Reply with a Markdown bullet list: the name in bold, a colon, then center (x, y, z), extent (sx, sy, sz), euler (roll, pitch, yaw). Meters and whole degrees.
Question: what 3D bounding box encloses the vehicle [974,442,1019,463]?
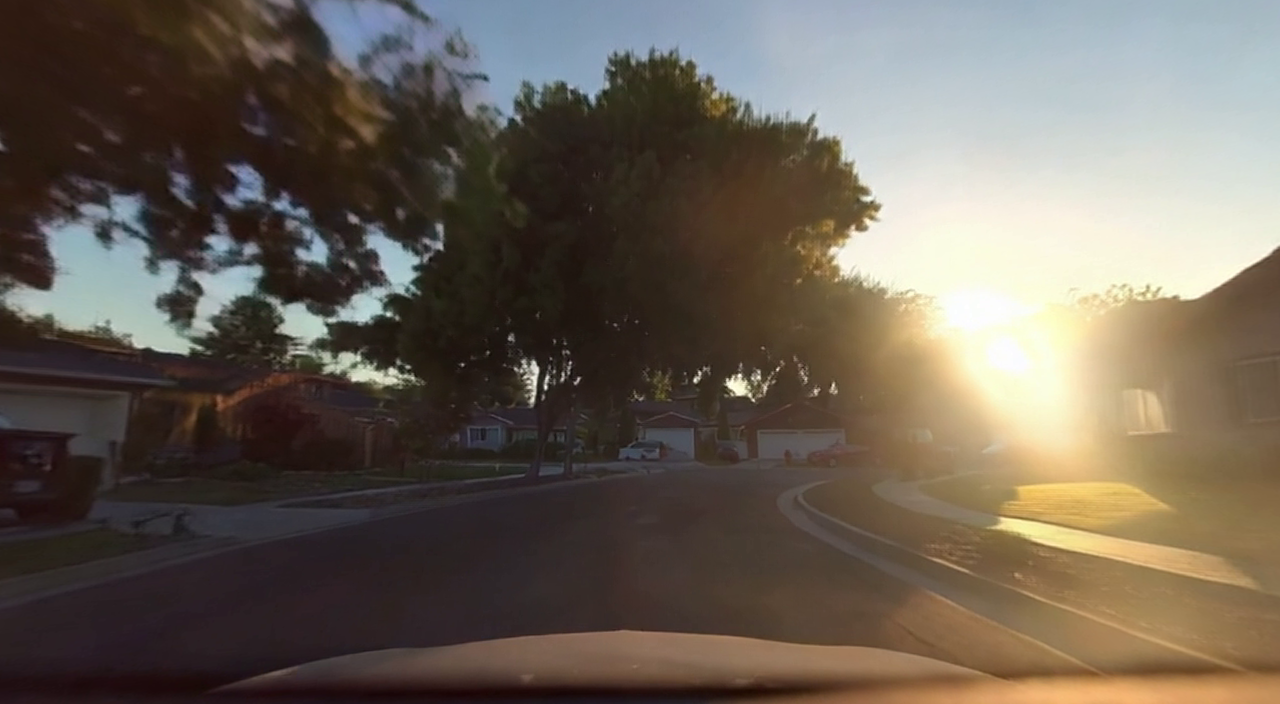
- **vehicle**: center (27.565, 7.798, 48.988), extent (1.873, 1.556, 4.216), euler (-2, -9, 14)
